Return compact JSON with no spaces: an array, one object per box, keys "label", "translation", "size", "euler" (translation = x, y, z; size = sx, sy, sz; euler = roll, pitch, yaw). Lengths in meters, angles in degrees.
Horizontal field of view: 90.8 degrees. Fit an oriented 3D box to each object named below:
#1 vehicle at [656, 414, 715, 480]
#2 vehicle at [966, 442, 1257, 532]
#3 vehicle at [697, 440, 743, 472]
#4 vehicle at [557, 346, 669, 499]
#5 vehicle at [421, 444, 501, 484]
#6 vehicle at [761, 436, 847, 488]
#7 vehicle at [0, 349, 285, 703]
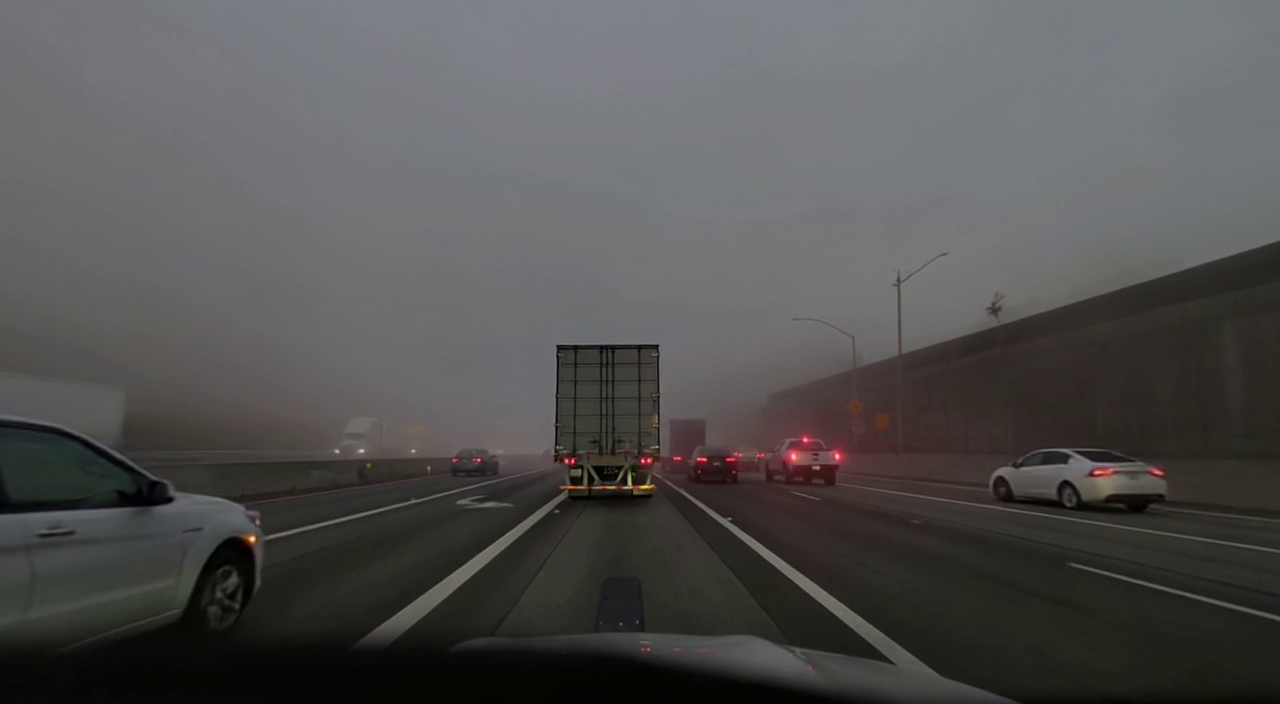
[{"label":"vehicle","translation":[2.533,5.729,38.023],"size":[2.669,3.491,8.645],"euler":[0,-9,-1]},{"label":"vehicle","translation":[9.177,2.629,13.063],"size":[2.002,1.472,4.950],"euler":[0,-9,-4]},{"label":"vehicle","translation":[5.543,7.285,44.493],"size":[2.297,2.116,5.052],"euler":[0,-9,-3]},{"label":"vehicle","translation":[-0.760,2.639,22.036],"size":[2.906,4.040,10.743],"euler":[0,-9,-1]},{"label":"vehicle","translation":[-7.288,4.581,26.216],"size":[1.973,1.471,4.779],"euler":[0,-9,-1]},{"label":"vehicle","translation":[6.469,4.387,25.552],"size":[2.070,1.888,4.546],"euler":[0,-9,-2]},{"label":"vehicle","translation":[-3.325,0.789,2.081],"size":[1.946,1.641,4.105],"euler":[0,-9,-1]}]
